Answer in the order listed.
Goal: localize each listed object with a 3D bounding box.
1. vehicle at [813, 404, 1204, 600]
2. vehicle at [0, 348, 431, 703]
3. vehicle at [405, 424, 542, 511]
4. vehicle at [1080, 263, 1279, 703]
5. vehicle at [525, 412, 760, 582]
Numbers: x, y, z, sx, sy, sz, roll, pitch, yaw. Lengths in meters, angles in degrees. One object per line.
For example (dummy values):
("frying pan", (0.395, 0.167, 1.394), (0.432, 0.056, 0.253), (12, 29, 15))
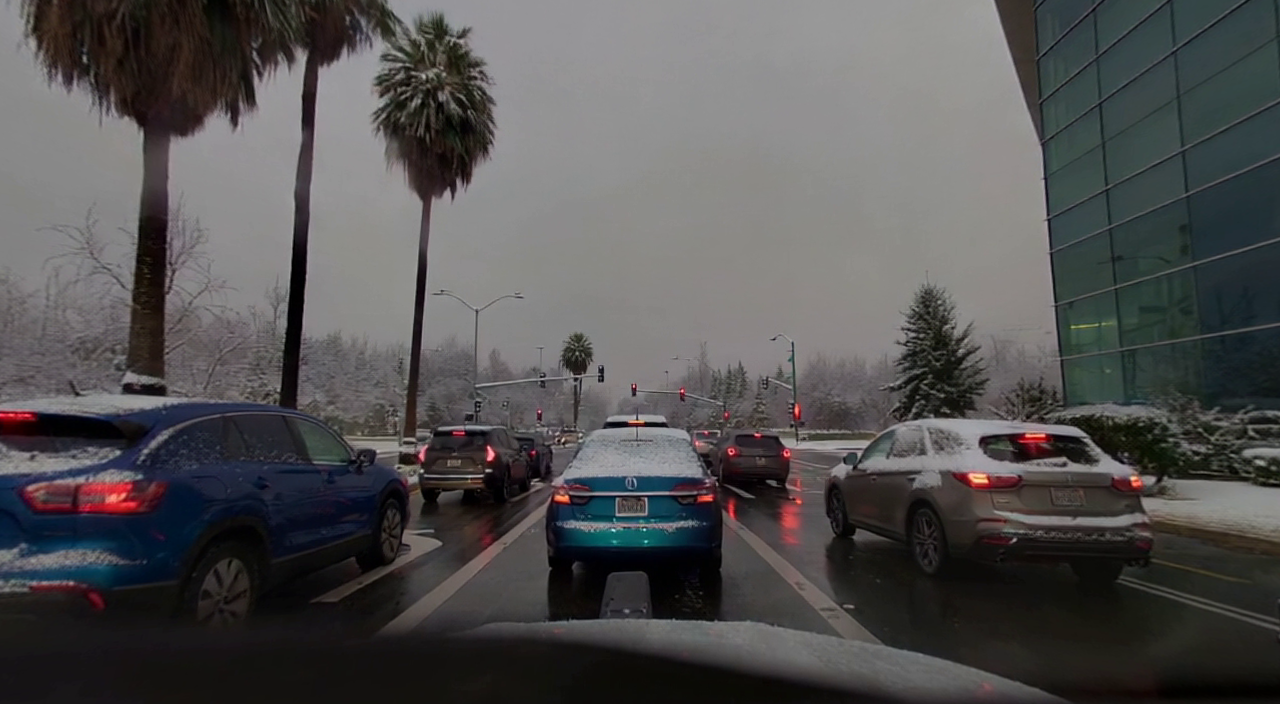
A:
("vehicle", (3.838, 1.634, 7.776), (2.064, 1.696, 4.431), (0, -8, -1))
("vehicle", (-3.547, 1.178, 5.405), (2.014, 1.775, 4.404), (0, -8, -1))
("vehicle", (-3.465, 2.470, 13.895), (1.917, 1.631, 3.768), (0, -8, 1))
("vehicle", (2.982, 0.443, 0.362), (2.117, 1.879, 4.715), (0, -8, 2))
("vehicle", (-0.036, 1.691, 8.180), (2.219, 1.586, 4.321), (0, -8, -2))
